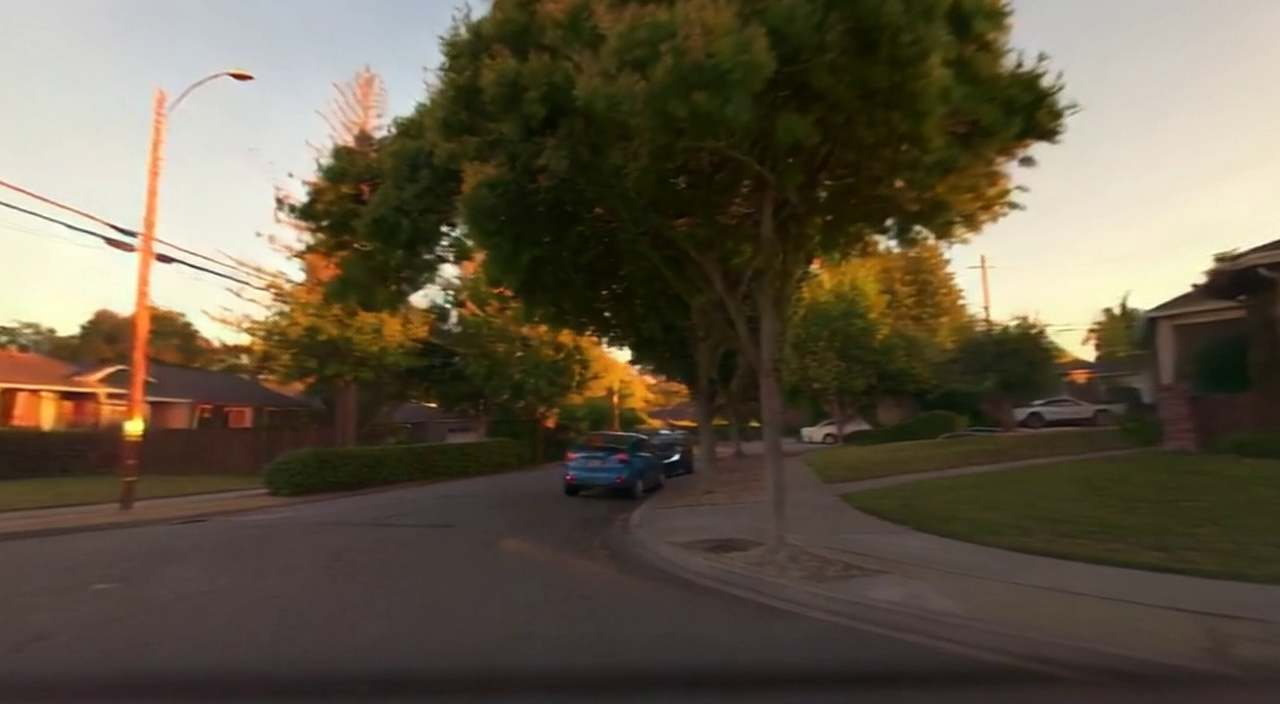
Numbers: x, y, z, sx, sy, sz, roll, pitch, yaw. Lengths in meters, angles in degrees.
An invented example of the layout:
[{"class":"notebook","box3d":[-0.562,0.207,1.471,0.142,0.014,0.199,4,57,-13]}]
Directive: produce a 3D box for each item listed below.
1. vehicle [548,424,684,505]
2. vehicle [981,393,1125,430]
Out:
[{"class":"vehicle","box3d":[-0.315,2.473,14.280,1.969,1.493,4.681,-2,-9,12]},{"class":"vehicle","box3d":[18.054,2.671,27.893,4.799,1.469,2.010,-2,-9,13]}]
